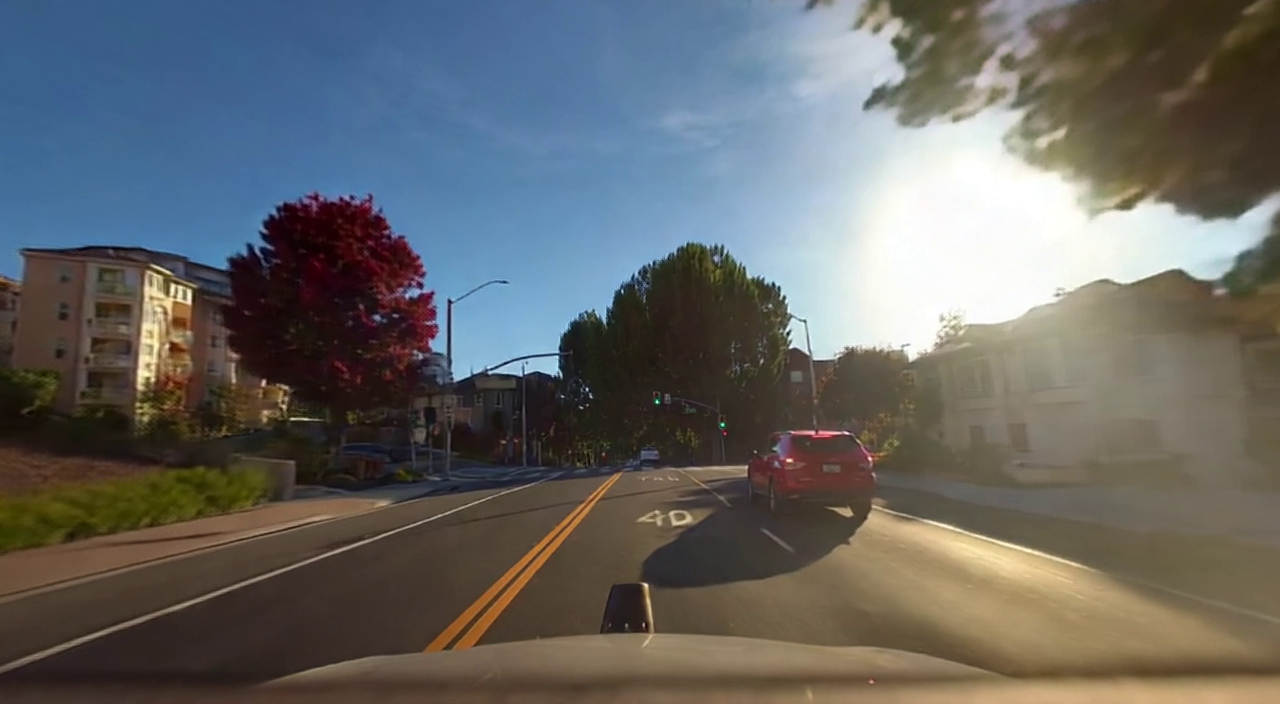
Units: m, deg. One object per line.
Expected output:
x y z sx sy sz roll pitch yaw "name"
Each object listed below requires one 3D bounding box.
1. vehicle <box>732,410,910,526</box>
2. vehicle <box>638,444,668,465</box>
3.289 2.242 12.691 2.130 1.863 4.844 0 -9 0 "vehicle"
0.908 7.473 45.967 2.097 1.463 4.043 0 -9 0 "vehicle"
